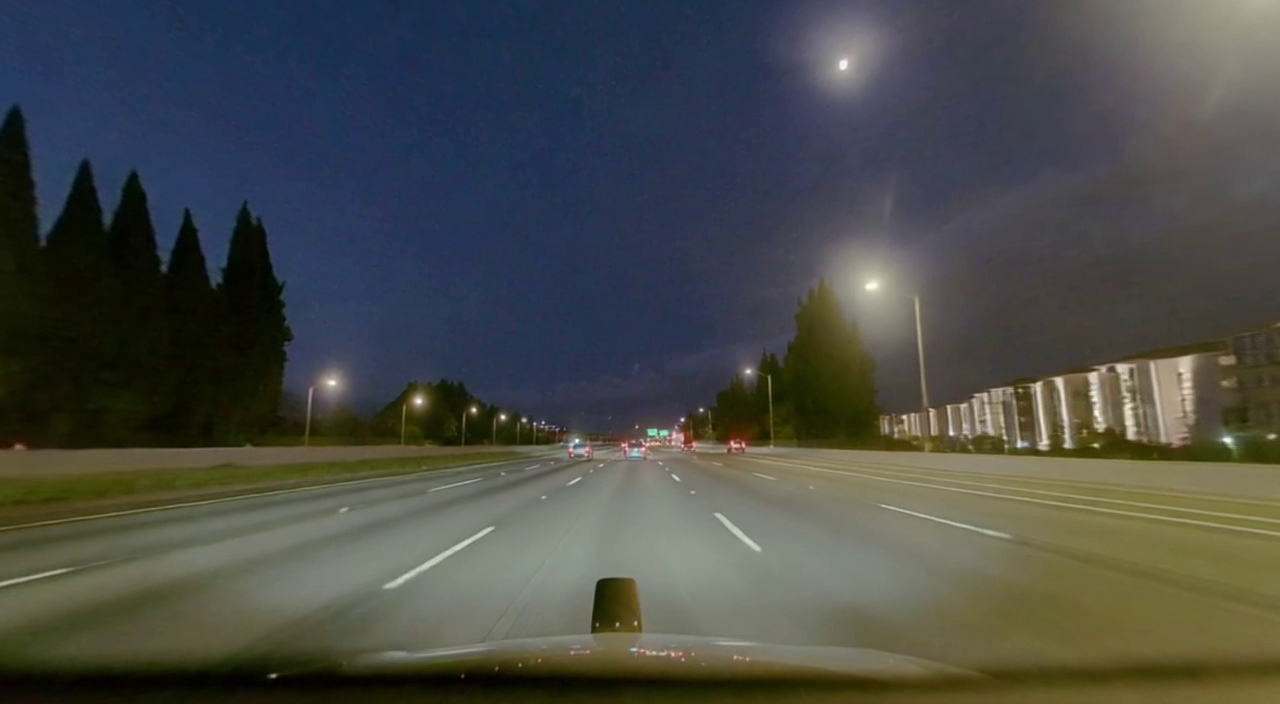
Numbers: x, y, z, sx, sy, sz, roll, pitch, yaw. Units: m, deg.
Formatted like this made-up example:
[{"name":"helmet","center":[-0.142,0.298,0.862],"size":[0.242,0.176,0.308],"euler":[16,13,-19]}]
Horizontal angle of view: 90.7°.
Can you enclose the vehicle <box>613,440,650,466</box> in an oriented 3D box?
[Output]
[{"name":"vehicle","center":[-0.494,6.135,38.702],"size":[2.146,1.485,4.332],"euler":[0,-8,0]}]

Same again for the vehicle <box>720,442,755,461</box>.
[{"name":"vehicle","center":[7.542,7.740,49.413],"size":[2.009,1.419,3.970],"euler":[0,-8,-1]}]

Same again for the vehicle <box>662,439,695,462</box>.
[{"name":"vehicle","center":[2.791,7.268,46.986],"size":[2.084,1.624,3.935],"euler":[0,-8,-1]}]
